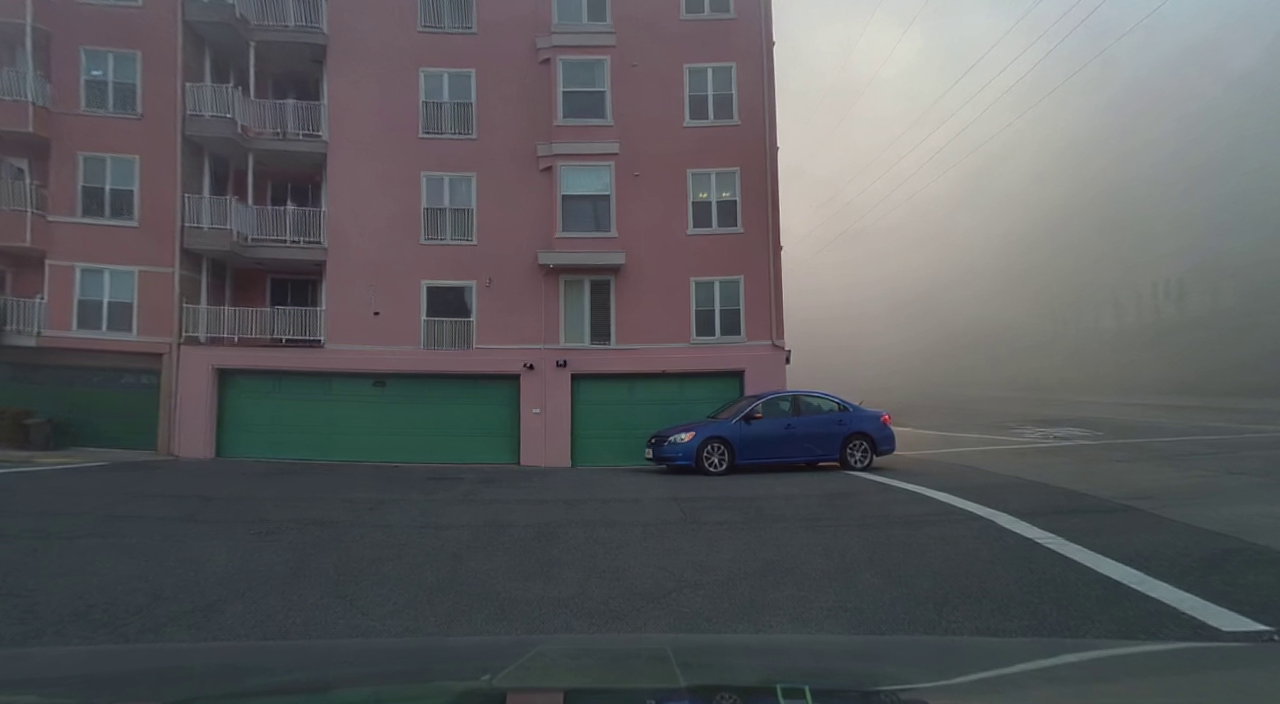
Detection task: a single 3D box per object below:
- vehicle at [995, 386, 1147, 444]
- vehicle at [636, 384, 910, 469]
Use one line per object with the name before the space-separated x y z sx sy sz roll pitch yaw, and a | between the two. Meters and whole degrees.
vehicle | 15.499 2.309 22.826 3.905 1.475 2.057 -7 -6 -5
vehicle | 2.282 1.414 11.829 4.697 1.444 1.825 0 -8 -1
